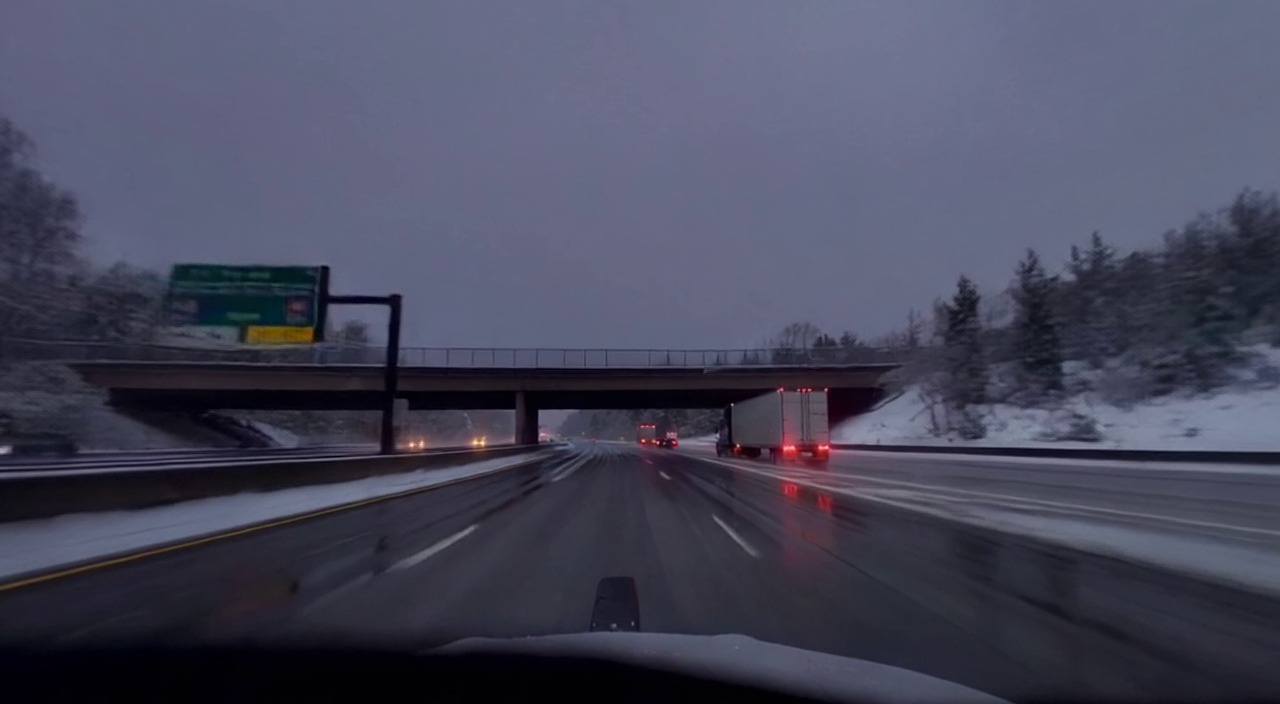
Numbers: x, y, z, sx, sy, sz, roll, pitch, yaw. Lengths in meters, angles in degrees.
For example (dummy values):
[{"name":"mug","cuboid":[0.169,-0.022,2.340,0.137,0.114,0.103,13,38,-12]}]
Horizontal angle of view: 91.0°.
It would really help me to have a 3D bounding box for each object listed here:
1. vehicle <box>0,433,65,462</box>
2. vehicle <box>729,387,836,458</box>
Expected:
[{"name":"vehicle","cuboid":[-34.563,5.236,34.483,1.774,1.499,4.516,-1,-8,2]},{"name":"vehicle","cuboid":[9.155,5.010,42.873,2.855,4.053,13.328,0,-8,-6]}]
